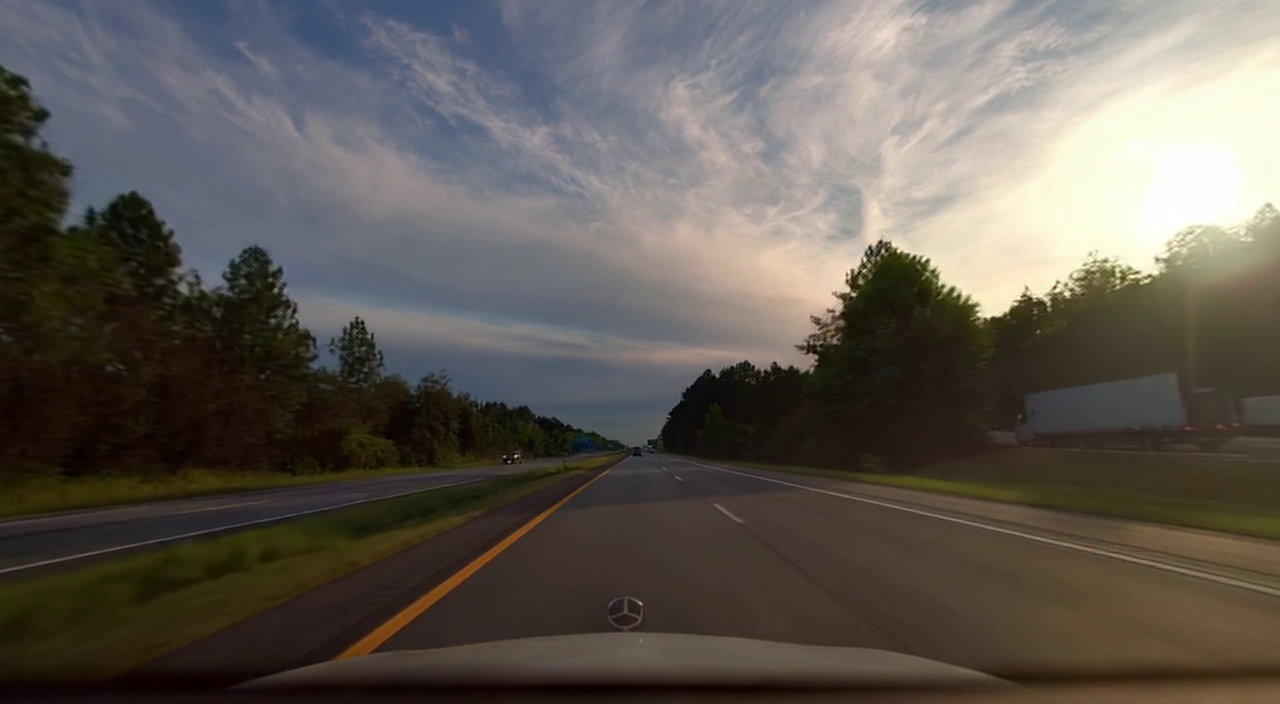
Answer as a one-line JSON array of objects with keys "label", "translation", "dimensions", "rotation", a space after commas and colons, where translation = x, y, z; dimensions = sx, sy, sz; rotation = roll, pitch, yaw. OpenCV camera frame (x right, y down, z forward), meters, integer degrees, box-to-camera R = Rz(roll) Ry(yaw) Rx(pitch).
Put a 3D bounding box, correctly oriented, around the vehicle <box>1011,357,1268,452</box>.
[{"label": "vehicle", "translation": [25.783, 3.347, 34.383], "dimensions": [2.909, 4.099, 14.187], "rotation": [0, -9, 2]}]
